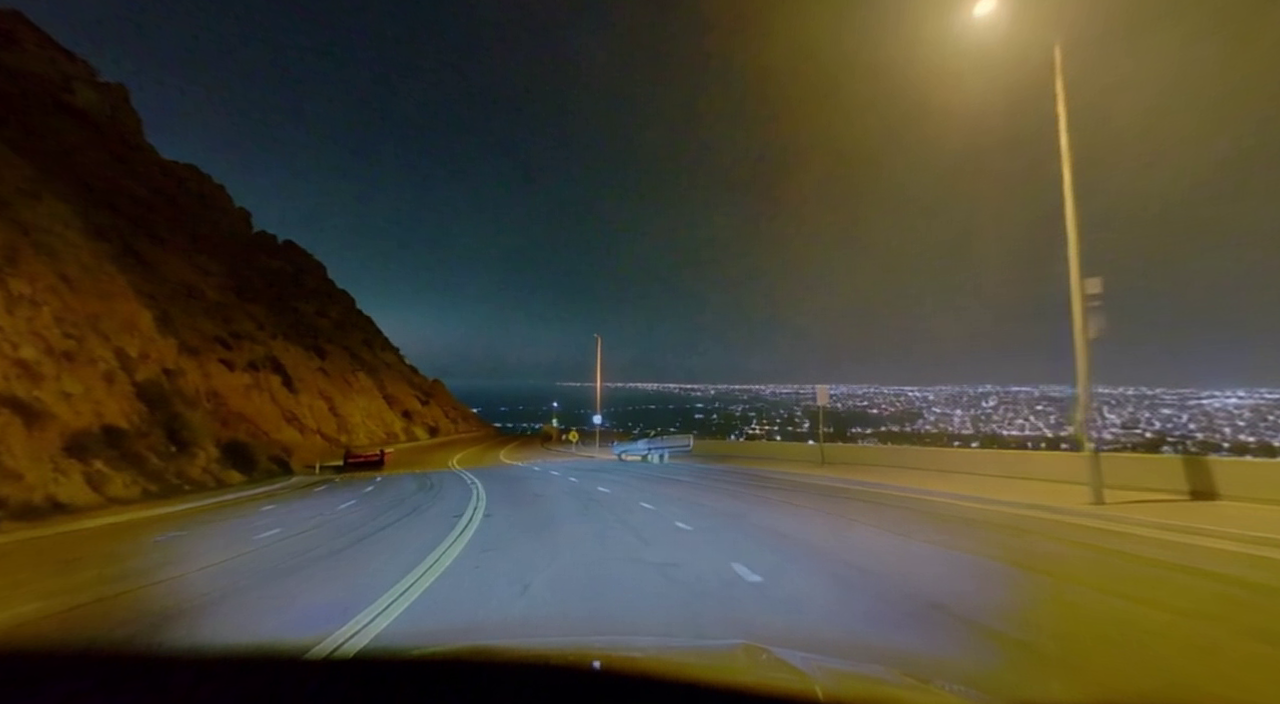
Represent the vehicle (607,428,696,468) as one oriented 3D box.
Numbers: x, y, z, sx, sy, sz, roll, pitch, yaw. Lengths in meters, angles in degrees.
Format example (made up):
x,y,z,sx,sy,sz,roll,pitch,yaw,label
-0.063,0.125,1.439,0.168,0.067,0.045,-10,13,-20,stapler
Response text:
x,y,z,sx,sy,sz,roll,pitch,yaw,label
0.610,4.361,28.735,2.064,1.667,4.453,-5,-10,30,vehicle
